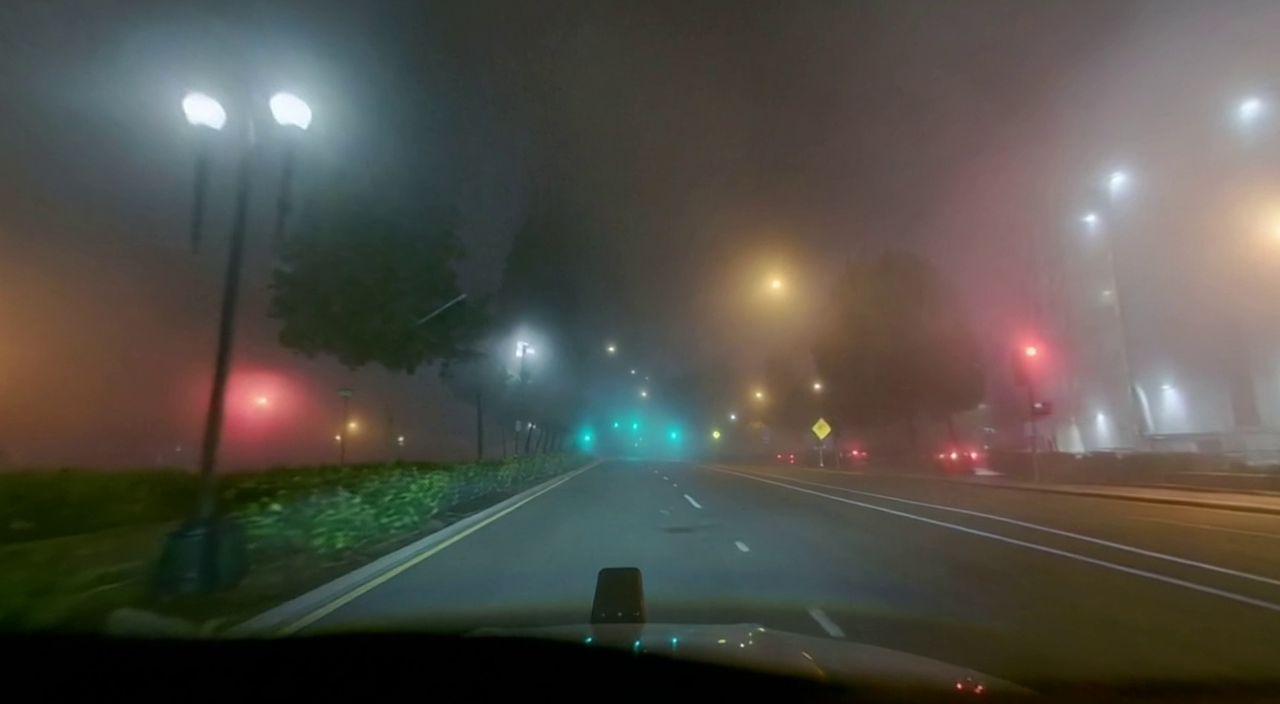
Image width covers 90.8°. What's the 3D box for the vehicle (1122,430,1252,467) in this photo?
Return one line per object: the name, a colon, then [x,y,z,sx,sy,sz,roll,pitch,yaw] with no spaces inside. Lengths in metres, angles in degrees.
vehicle: [29.017,5.138,33.629,4.924,1.901,2.095,0,-9,-1]
